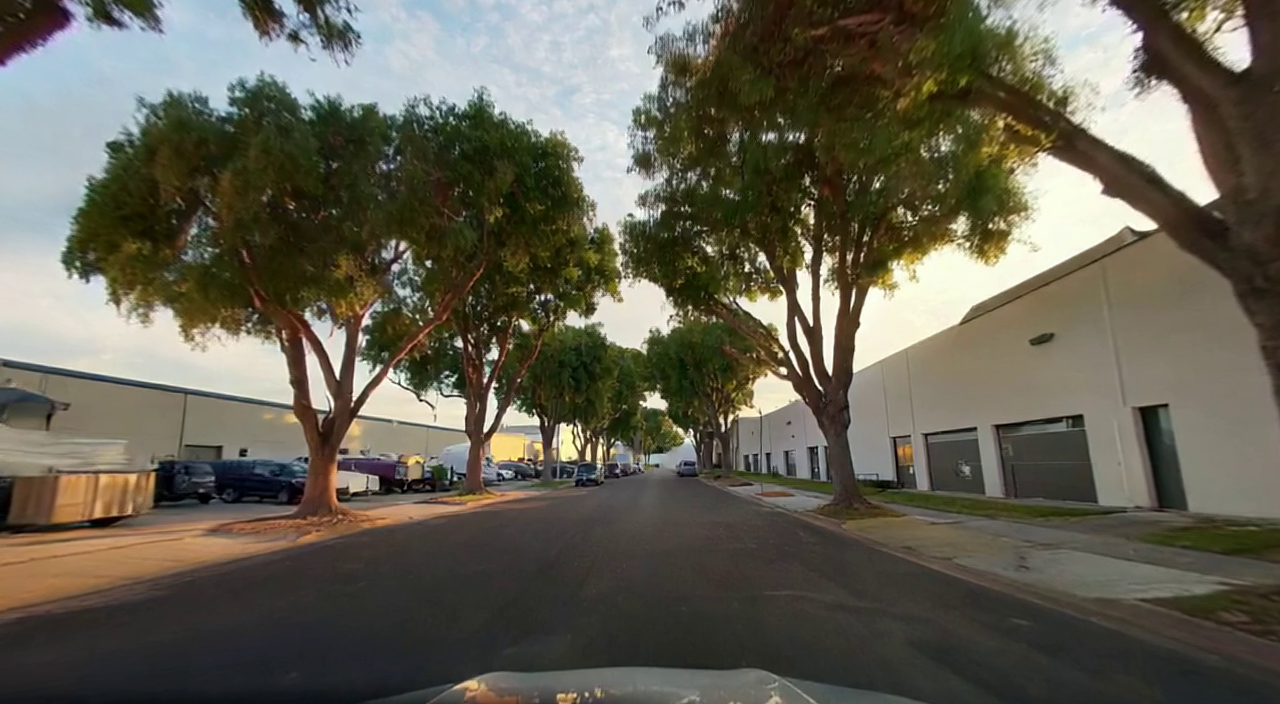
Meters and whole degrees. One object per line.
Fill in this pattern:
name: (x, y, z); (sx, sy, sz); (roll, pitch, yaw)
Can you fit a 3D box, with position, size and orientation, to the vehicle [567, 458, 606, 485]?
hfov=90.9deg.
vehicle: (-3.429, 7.825, 41.373); (1.927, 1.580, 4.556); (-2, -9, 3)
